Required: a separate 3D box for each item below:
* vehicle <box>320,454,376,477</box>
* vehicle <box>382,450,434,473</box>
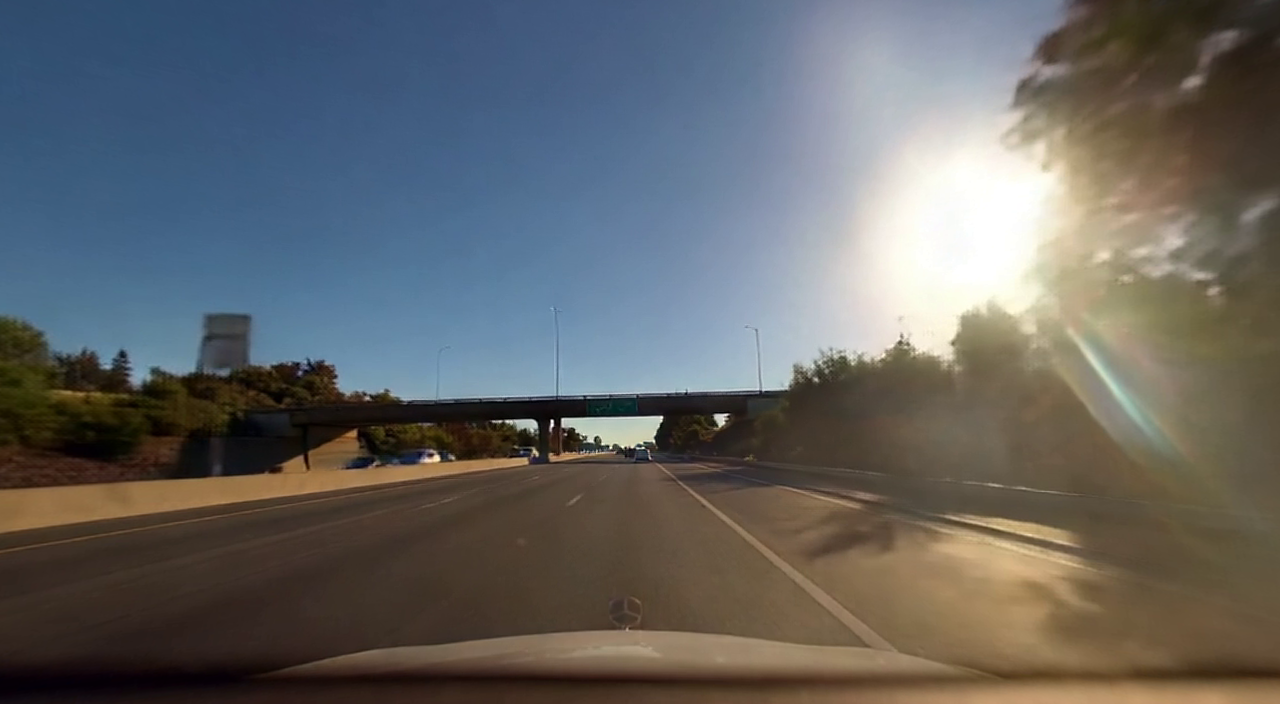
[{"bbox_3d":[-19.918,7.740,43.216,1.933,1.457,3.889,0,-9,1],"label":"vehicle"},{"bbox_3d":[-16.046,7.574,43.840,1.829,1.471,4.594,0,-9,1],"label":"vehicle"}]
